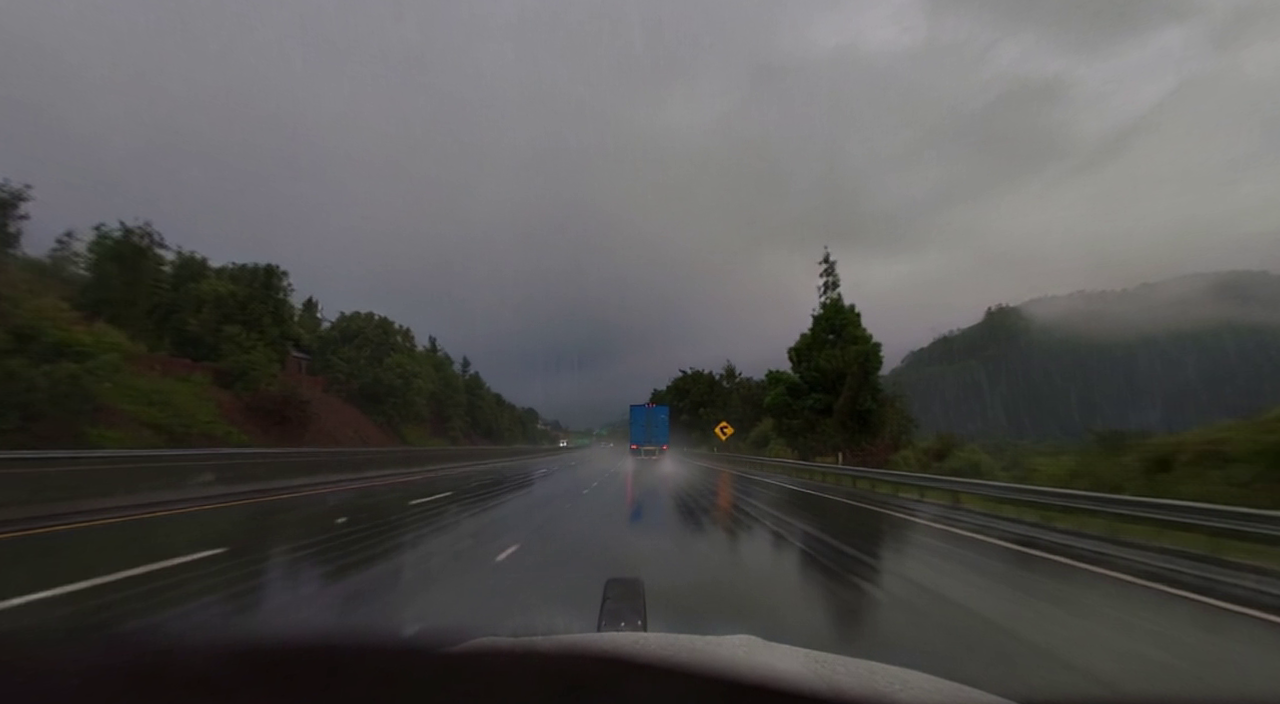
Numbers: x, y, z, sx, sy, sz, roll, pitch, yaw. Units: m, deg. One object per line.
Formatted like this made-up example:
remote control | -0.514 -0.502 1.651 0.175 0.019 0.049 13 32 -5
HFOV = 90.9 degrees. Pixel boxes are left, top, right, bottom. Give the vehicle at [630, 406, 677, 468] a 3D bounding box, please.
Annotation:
vehicle | 0.823 6.432 46.908 3.055 4.009 10.972 0 -9 -1
